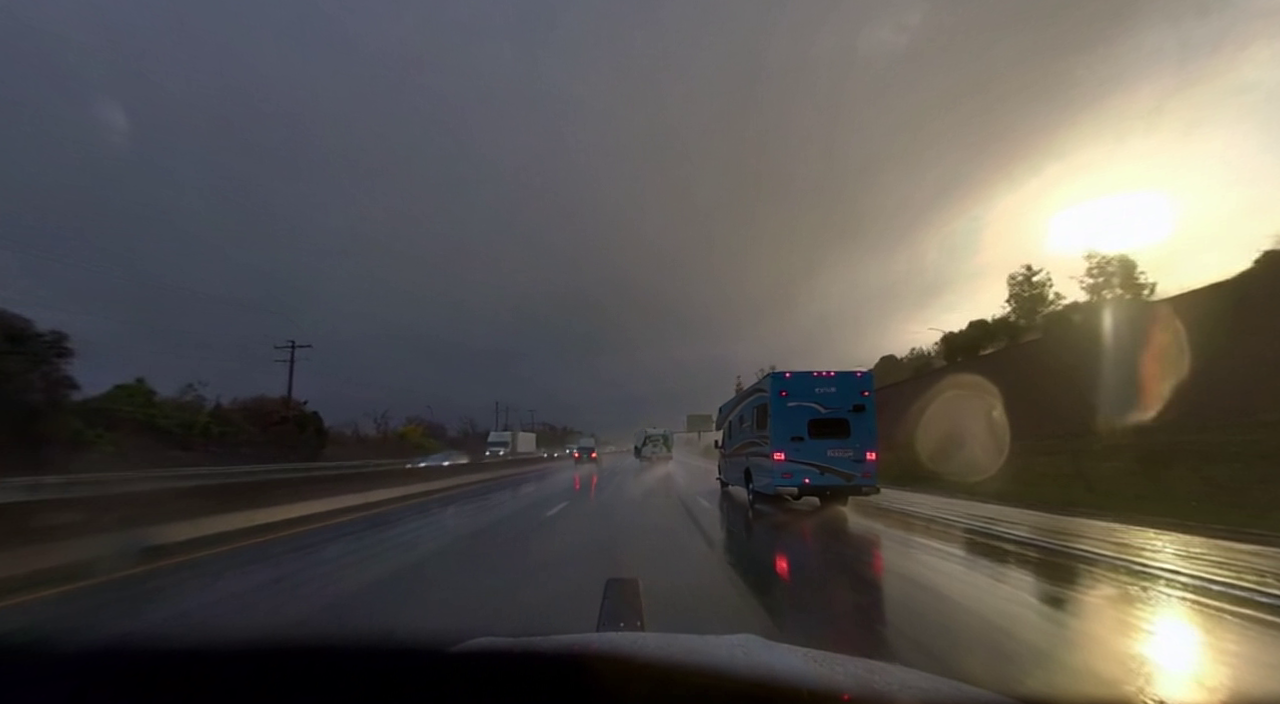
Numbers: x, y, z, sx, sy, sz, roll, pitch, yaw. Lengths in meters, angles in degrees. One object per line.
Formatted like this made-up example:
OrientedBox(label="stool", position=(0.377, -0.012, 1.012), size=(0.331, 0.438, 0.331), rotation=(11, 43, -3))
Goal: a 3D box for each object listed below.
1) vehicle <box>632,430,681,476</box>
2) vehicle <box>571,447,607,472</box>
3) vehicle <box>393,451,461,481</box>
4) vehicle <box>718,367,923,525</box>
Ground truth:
OrientedBox(label="vehicle", position=(0.850, 5.597, 35.103), size=(2.524, 2.310, 4.986), rotation=(0, -9, 0))
OrientedBox(label="vehicle", position=(-3.305, 7.112, 41.975), size=(1.959, 1.502, 4.559), rotation=(0, -9, 1))
OrientedBox(label="vehicle", position=(-11.129, 5.964, 33.292), size=(1.935, 1.447, 4.594), rotation=(0, -9, 1))
OrientedBox(label="vehicle", position=(3.790, 2.270, 15.370), size=(2.607, 2.910, 7.252), rotation=(0, -9, -2))
